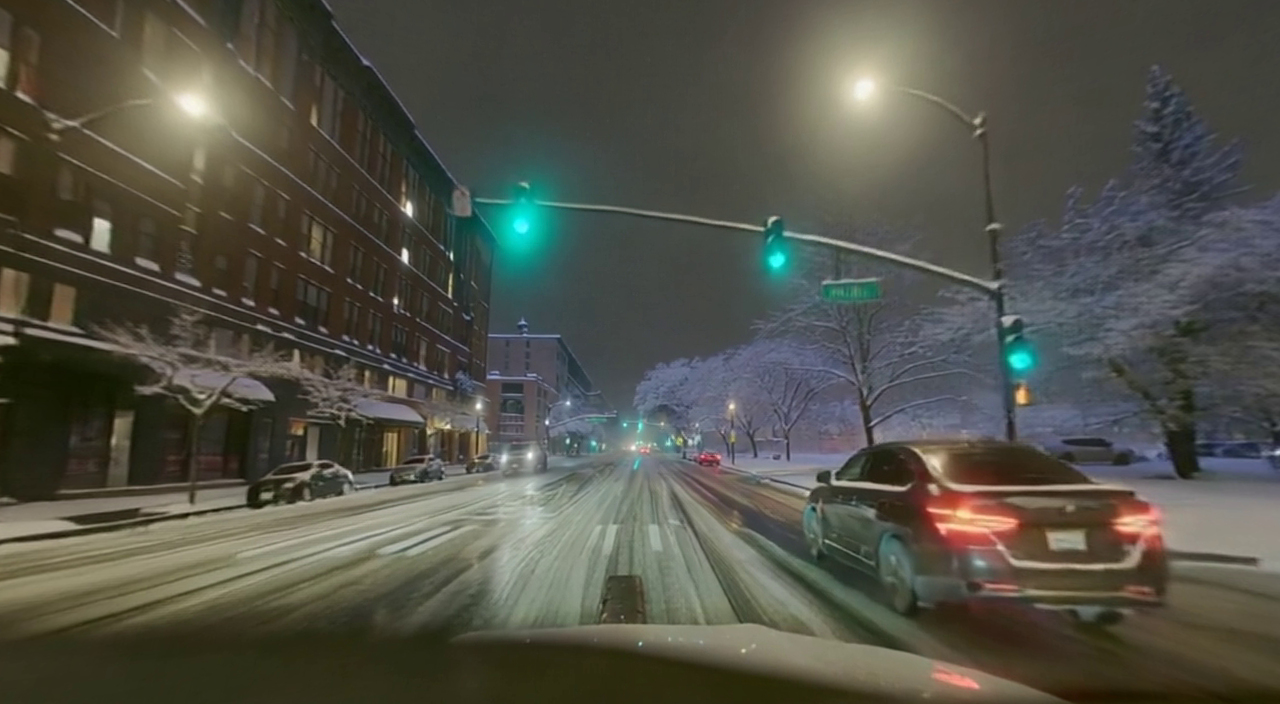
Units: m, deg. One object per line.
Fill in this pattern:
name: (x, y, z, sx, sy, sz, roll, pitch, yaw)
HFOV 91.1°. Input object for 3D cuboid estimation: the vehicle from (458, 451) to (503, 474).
vehicle: (-12.102, 8.399, 47.874, 2.015, 1.521, 4.798, -1, -8, 3)

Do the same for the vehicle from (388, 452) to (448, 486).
vehicle: (-12.211, 6.441, 34.795, 1.867, 1.583, 4.108, -1, -8, 0)

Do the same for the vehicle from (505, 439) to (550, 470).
vehicle: (-8.295, 7.598, 46.772, 2.379, 2.086, 5.321, 0, -8, 0)

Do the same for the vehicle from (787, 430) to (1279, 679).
vehicle: (3.054, 1.585, 6.153, 2.080, 1.524, 4.348, 0, -8, -1)

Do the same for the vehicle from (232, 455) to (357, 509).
vehicle: (-12.225, 4.600, 22.647, 1.910, 1.511, 4.565, -1, -7, 0)
